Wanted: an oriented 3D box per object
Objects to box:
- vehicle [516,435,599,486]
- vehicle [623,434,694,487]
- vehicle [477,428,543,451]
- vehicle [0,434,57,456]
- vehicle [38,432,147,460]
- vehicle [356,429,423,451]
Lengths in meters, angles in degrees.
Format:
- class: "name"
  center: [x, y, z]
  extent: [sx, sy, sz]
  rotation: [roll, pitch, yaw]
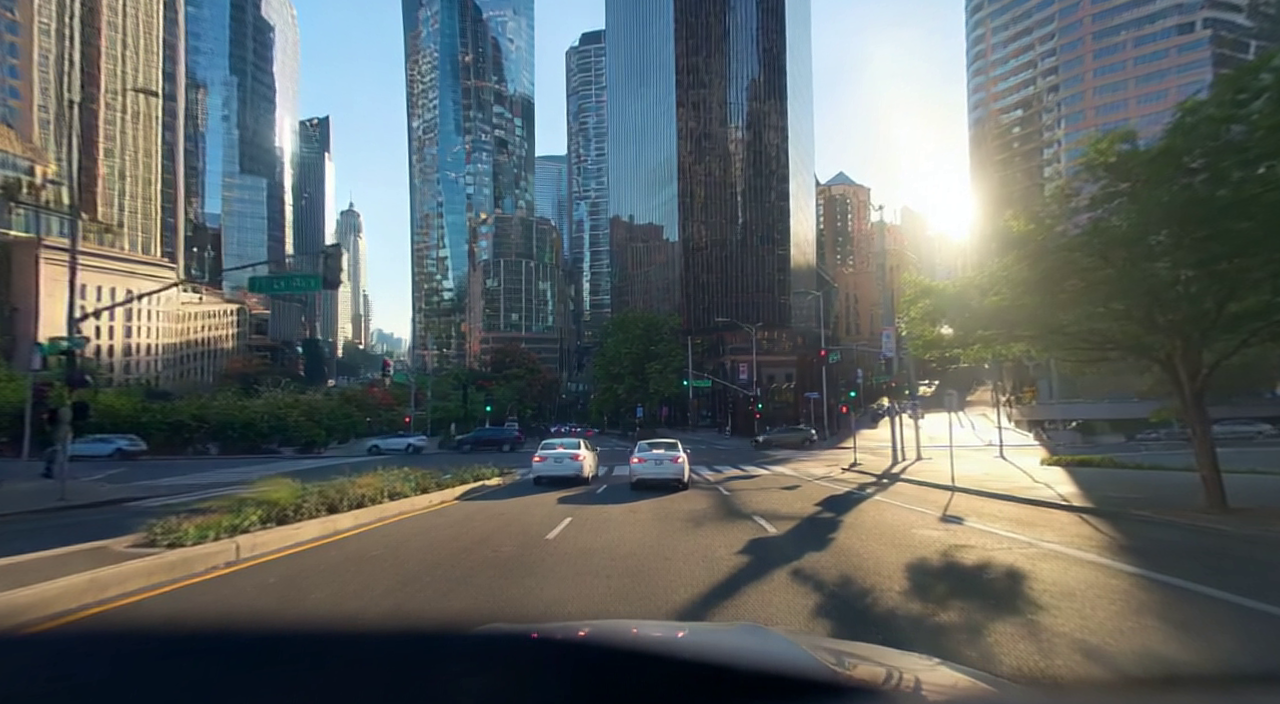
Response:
- class: "vehicle"
  center: [-2.584, 3.542, 20.945]
  extent: [1.995, 1.479, 4.627]
  rotation: [0, -9, 2]
- class: "vehicle"
  center: [0.540, 3.353, 19.836]
  extent: [2.016, 1.478, 3.795]
  rotation: [0, -9, 1]
- class: "vehicle"
  center: [-9.687, 6.578, 47.234]
  extent: [4.694, 1.677, 1.847]
  rotation: [2, -9, -10]
- class: "vehicle"
  center: [-46.425, 6.880, 46.734]
  extent: [4.314, 1.571, 1.846]
  rotation: [2, -9, -9]
- class: "vehicle"
  center: [-36.114, 6.211, 41.788]
  extent: [4.964, 1.789, 1.941]
  rotation: [2, -9, -11]
- class: "vehicle"
  center: [-19.269, 6.827, 48.780]
  extent: [4.410, 1.656, 2.302]
  rotation: [2, -9, -11]
